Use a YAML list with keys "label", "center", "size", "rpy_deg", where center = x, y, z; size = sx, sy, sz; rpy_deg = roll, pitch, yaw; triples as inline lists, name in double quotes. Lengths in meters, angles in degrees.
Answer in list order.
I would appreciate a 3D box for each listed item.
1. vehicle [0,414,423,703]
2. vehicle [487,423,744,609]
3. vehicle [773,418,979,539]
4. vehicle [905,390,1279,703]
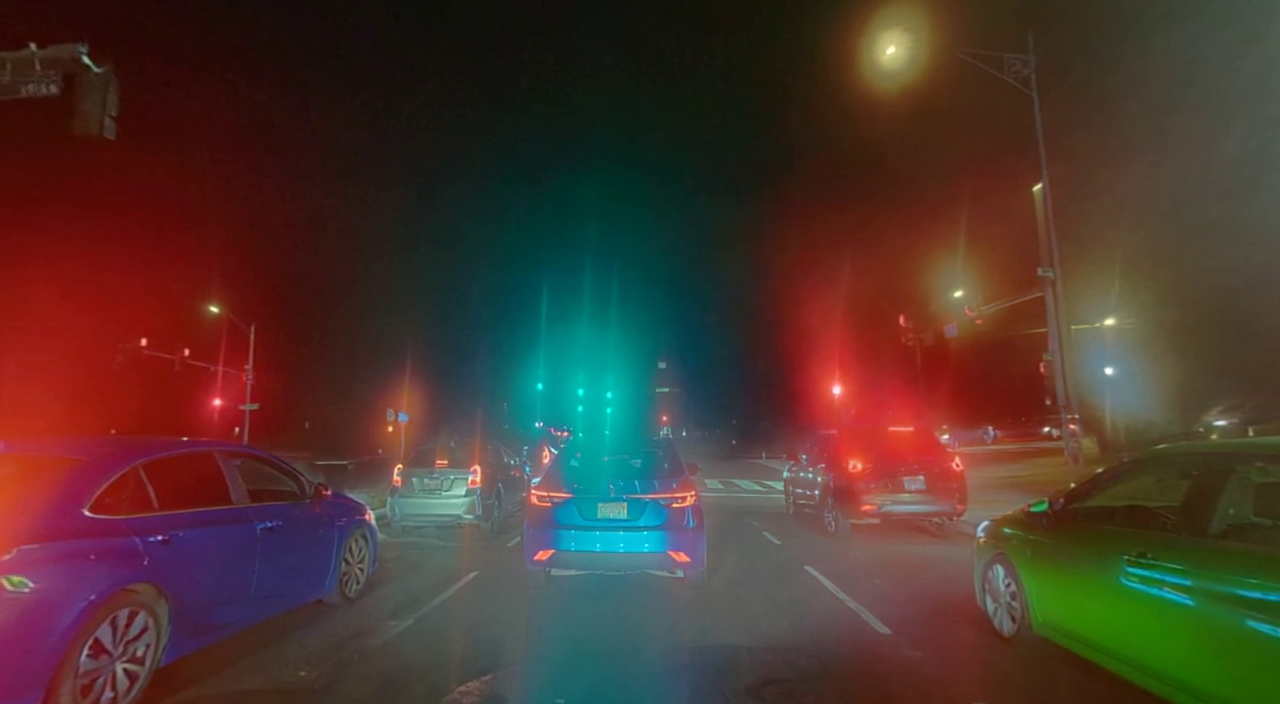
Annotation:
- label: "vehicle"
  center: [-3.401, 1.300, 4.732]
  size: [1.980, 1.454, 4.226]
  rpy_deg: [0, -8, 1]
- label: "vehicle"
  center: [-0.187, 1.621, 7.129]
  size: [2.059, 1.477, 3.988]
  rpy_deg: [0, -8, 0]
- label: "vehicle"
  center: [3.776, 2.098, 11.026]
  size: [2.007, 1.683, 4.171]
  rpy_deg: [0, -8, 1]
- label: "vehicle"
  center: [3.418, 1.071, 3.551]
  size: [1.981, 1.499, 4.536]
  rpy_deg: [-1, -8, 2]
